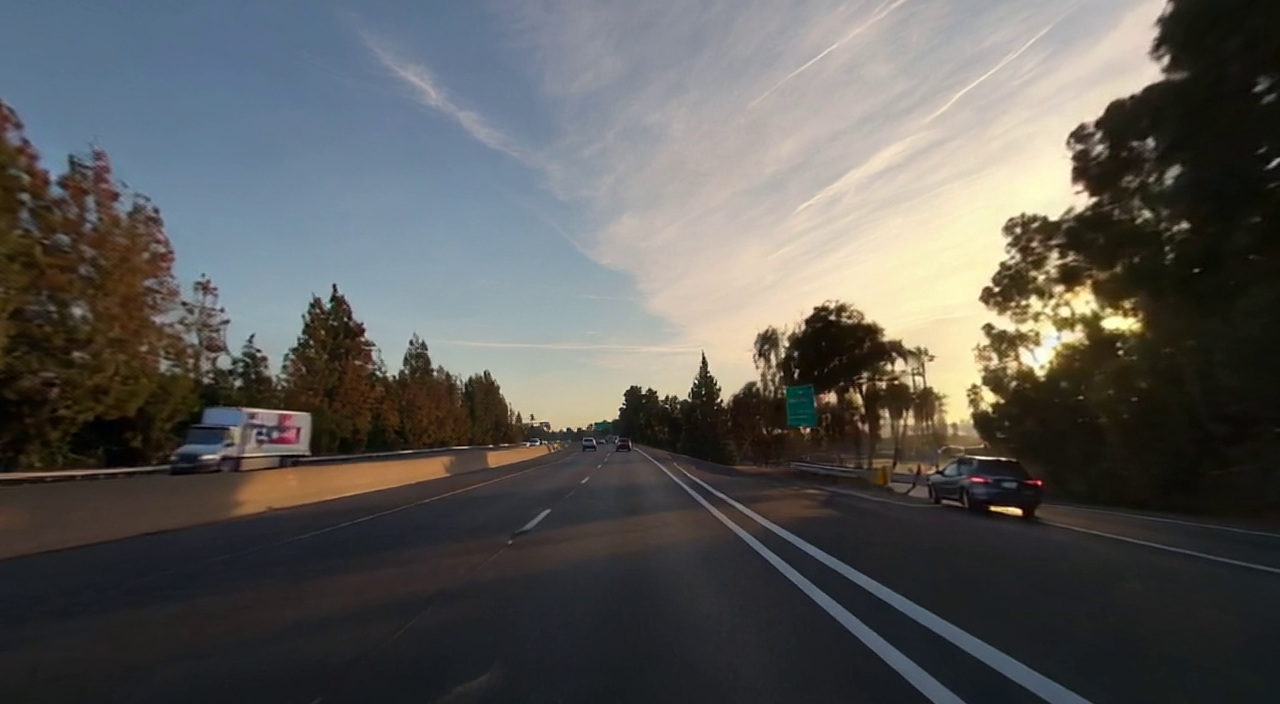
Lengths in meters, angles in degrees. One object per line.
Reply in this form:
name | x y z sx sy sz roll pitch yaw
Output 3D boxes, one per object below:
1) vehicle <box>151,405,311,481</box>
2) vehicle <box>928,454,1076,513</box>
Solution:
vehicle | -17.779 4.066 27.971 2.463 2.938 7.002 0 -8 -1
vehicle | 10.818 3.948 19.291 2.037 1.487 4.962 1 -10 6
